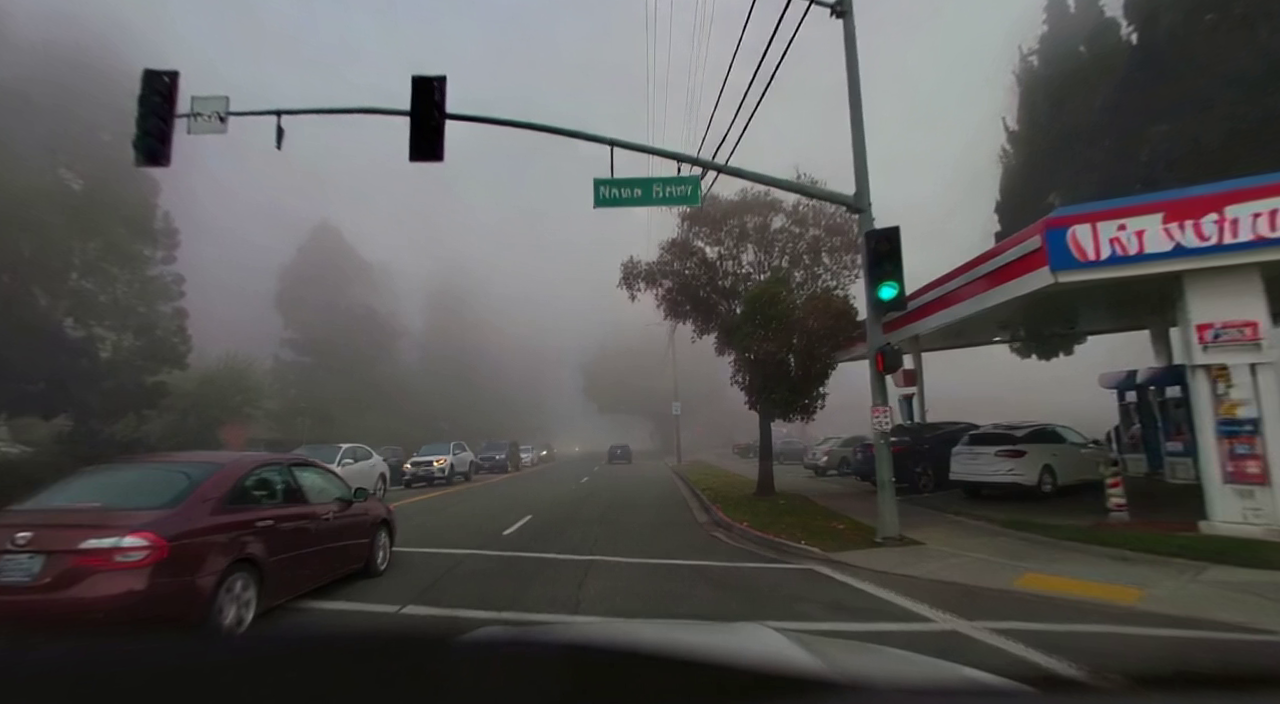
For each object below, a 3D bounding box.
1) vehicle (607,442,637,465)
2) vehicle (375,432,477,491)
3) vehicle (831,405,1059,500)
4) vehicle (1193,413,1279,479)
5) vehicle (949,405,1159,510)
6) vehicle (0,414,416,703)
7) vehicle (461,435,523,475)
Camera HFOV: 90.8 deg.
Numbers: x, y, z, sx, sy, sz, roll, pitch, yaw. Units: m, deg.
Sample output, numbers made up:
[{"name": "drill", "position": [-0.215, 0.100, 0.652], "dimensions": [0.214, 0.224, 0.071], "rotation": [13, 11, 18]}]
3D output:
[{"name": "vehicle", "position": [-1.183, 6.857, 42.911], "dimensions": [1.909, 1.482, 4.390], "rotation": [0, -8, 0]}, {"name": "vehicle", "position": [-7.164, 3.688, 21.698], "dimensions": [2.000, 1.791, 4.465], "rotation": [0, -8, -1]}, {"name": "vehicle", "position": [7.876, 2.545, 16.261], "dimensions": [5.441, 2.056, 2.552], "rotation": [5, -10, -30]}, {"name": "vehicle", "position": [19.989, 2.992, 20.112], "dimensions": [4.255, 1.894, 2.037], "rotation": [4, -9, -28]}, {"name": "vehicle", "position": [8.639, 2.167, 13.262], "dimensions": [3.353, 1.885, 2.229], "rotation": [4, -10, -29]}, {"name": "vehicle", "position": [-3.594, 1.344, 5.145], "dimensions": [1.943, 1.455, 4.414], "rotation": [0, -8, 0]}, {"name": "vehicle", "position": [-7.000, 4.939, 30.431], "dimensions": [1.877, 1.742, 4.919], "rotation": [0, -8, -1]}]
